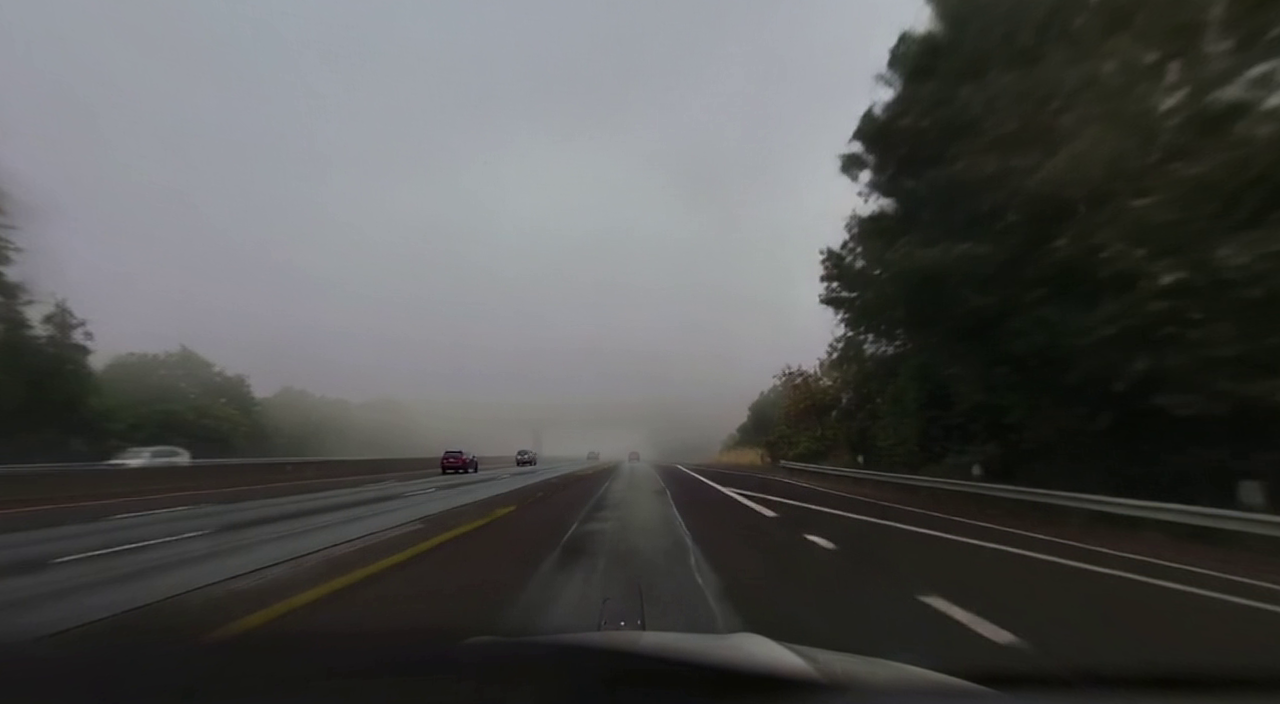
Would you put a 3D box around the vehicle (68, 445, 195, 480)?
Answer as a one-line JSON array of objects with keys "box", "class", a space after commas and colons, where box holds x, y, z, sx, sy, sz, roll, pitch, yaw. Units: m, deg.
[{"box": [-29.852, 6.488, 37.389, 1.912, 1.789, 6.830, -2, -8, 0], "class": "vehicle"}]
